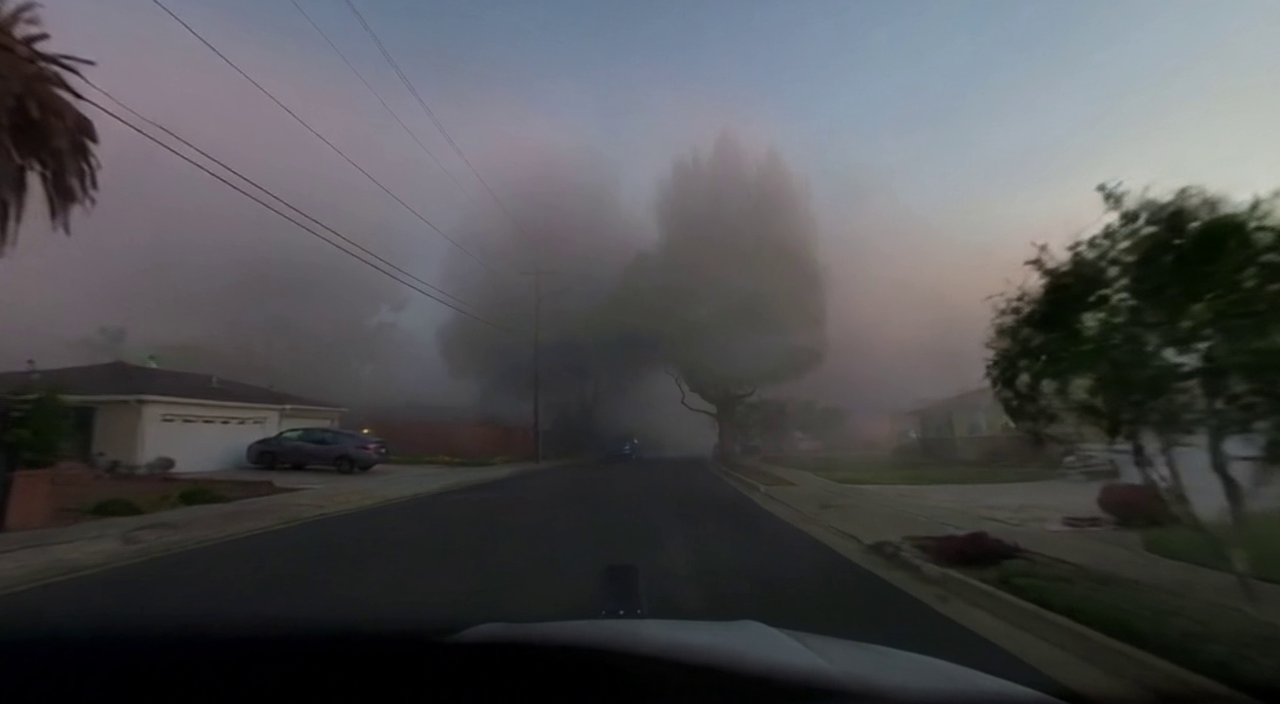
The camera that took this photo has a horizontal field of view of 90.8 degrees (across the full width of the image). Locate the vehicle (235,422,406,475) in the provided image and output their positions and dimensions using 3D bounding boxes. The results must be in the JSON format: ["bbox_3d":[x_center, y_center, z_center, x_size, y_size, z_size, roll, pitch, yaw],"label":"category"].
[{"bbox_3d":[-12.450,3.791,24.926,5.497,1.983,2.191,0,-8,1],"label":"vehicle"}]

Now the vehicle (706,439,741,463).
[{"bbox_3d":[6.166,7.355,47.229,2.051,1.676,4.497,0,-8,1],"label":"vehicle"}]

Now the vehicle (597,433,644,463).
[{"bbox_3d":[-1.321,7.125,47.036,2.274,2.008,6.986,-1,-8,9],"label":"vehicle"}]
